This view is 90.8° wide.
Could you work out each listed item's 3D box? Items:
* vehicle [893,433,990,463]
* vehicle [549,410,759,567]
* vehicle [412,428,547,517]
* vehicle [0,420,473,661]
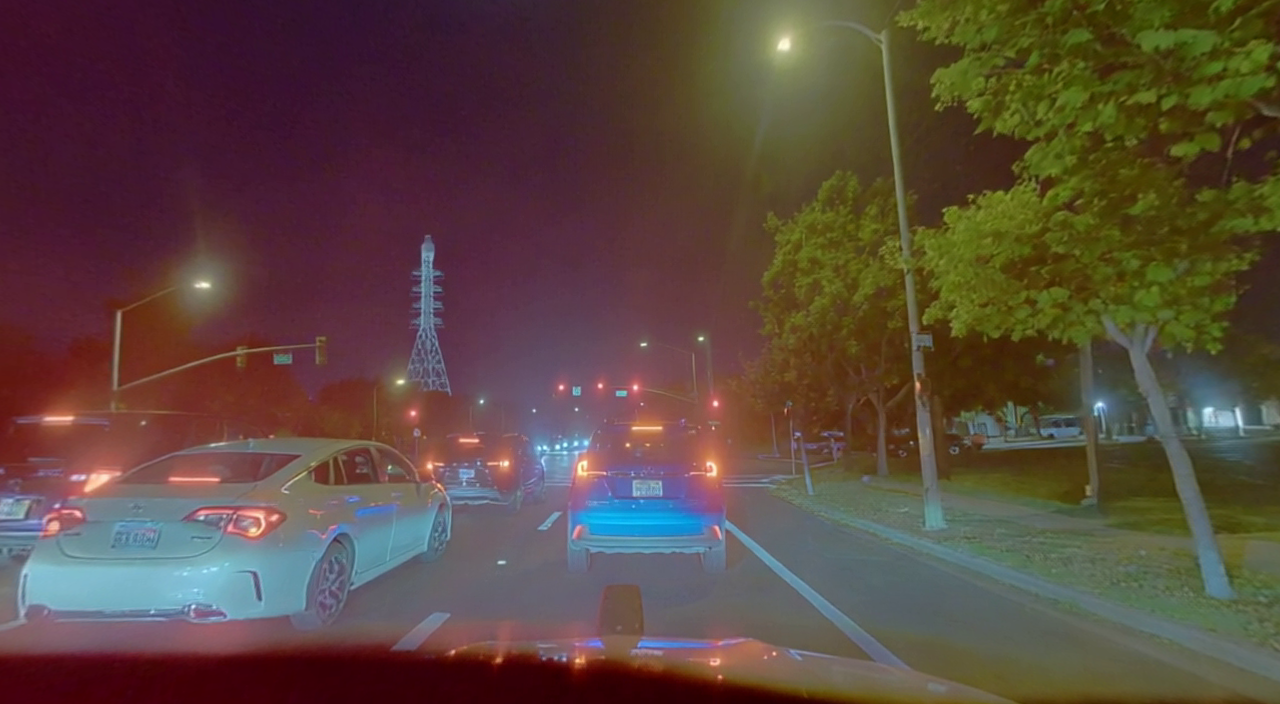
[{"bbox_3d":[15.086,4.800,31.708,3.858,1.437,1.899,0,-8,-4],"label":"vehicle"},{"bbox_3d":[0.079,1.771,8.949,2.239,1.661,4.224,0,-8,-2],"label":"vehicle"},{"bbox_3d":[-3.260,2.520,13.677,1.997,1.636,3.760,0,-8,-1],"label":"vehicle"},{"bbox_3d":[-3.179,1.496,6.209,1.973,1.469,4.448,0,-8,-2],"label":"vehicle"}]
